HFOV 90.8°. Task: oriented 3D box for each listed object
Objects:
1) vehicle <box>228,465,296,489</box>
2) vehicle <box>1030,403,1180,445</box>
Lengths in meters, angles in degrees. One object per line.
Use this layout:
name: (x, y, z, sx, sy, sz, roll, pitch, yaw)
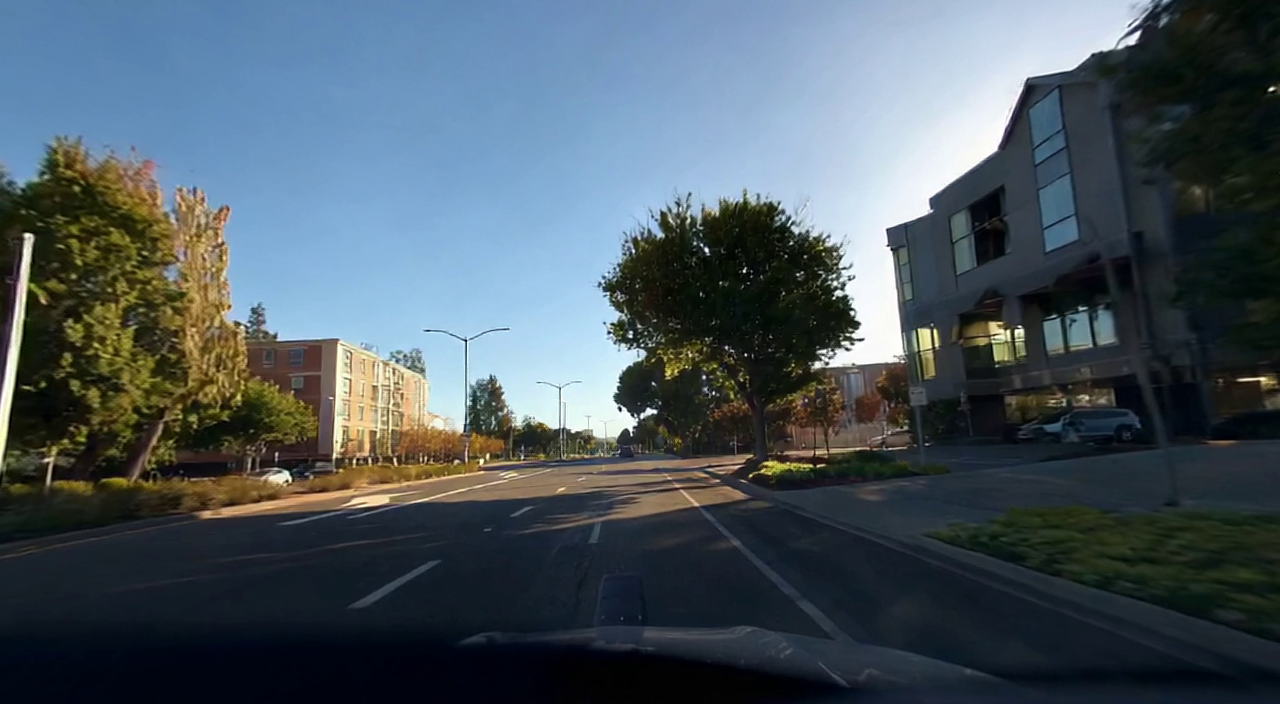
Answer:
vehicle: (-26.850, 8.861, 45.064, 1.916, 1.456, 4.597, 0, -8, 1)
vehicle: (24.083, 3.794, 32.860, 6.146, 2.098, 2.167, 0, -8, -4)
